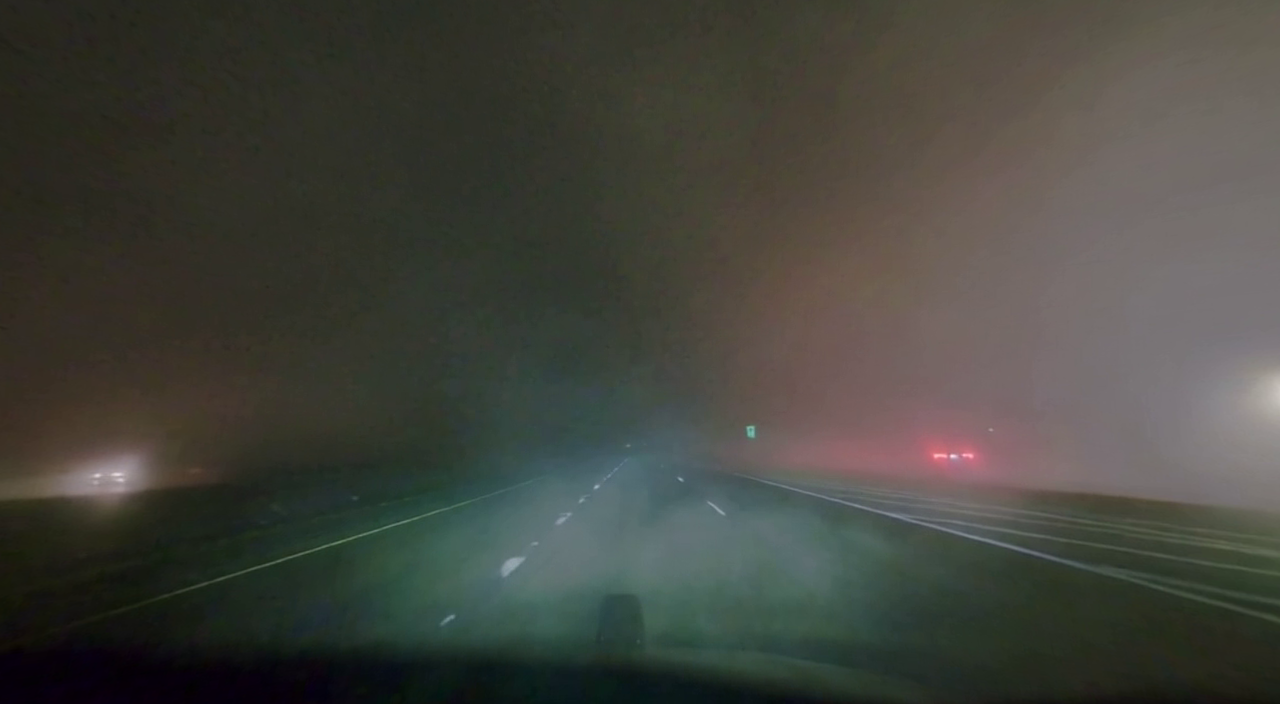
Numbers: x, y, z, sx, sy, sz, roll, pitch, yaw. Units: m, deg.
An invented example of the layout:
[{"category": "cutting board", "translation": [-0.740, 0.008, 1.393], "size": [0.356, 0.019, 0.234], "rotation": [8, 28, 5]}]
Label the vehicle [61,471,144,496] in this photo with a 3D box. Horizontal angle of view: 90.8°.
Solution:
[{"category": "vehicle", "translation": [-38.901, 9.505, 45.864], "size": [1.790, 1.478, 4.720], "rotation": [-1, -9, 2]}]
